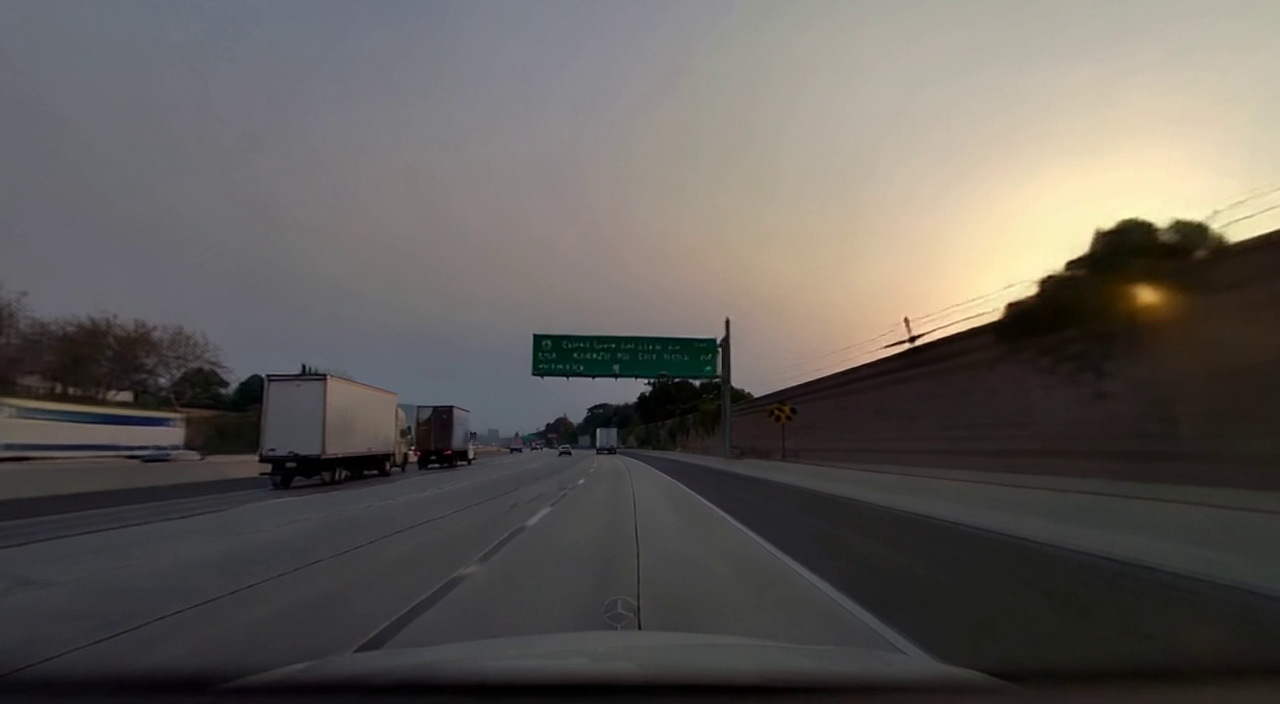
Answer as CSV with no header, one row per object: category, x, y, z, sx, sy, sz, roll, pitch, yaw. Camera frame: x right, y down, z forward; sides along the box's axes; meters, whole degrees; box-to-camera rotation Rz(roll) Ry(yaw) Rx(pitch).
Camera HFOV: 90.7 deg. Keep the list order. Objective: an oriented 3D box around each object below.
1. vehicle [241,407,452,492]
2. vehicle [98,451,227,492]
vehicle,-11.427,4.154,27.316,3.270,2.674,14.547,0,-8,-4
vehicle,-19.155,4.762,25.696,1.842,1.452,4.612,0,-8,-3
